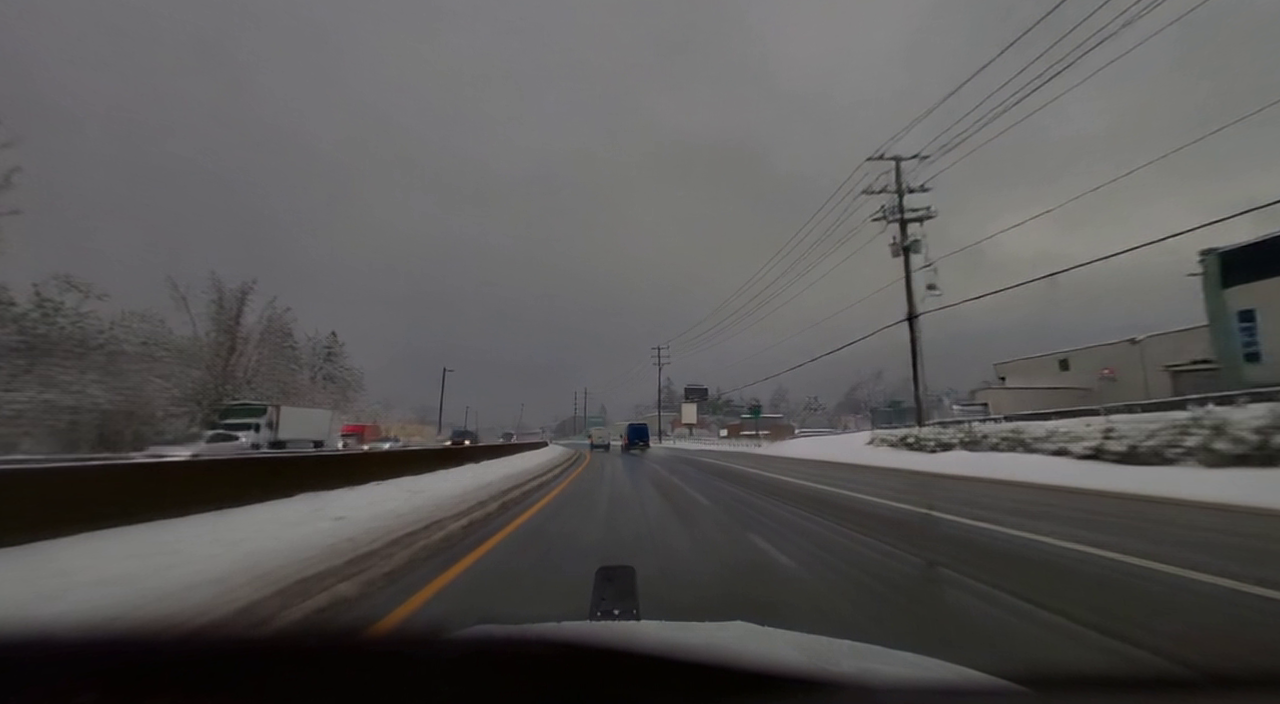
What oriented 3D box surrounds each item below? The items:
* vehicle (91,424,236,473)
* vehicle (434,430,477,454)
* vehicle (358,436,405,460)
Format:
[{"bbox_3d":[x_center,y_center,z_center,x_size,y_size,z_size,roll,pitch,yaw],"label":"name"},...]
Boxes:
[{"bbox_3d":[-15.698,3.202,21.045,1.738,1.465,3.999,-1,-8,-1],"label":"vehicle"},{"bbox_3d":[-13.345,6.538,45.695,2.009,1.574,4.419,0,-8,-3],"label":"vehicle"},{"bbox_3d":[-16.890,6.271,41.305,1.680,1.485,3.530,0,-8,-3],"label":"vehicle"}]
